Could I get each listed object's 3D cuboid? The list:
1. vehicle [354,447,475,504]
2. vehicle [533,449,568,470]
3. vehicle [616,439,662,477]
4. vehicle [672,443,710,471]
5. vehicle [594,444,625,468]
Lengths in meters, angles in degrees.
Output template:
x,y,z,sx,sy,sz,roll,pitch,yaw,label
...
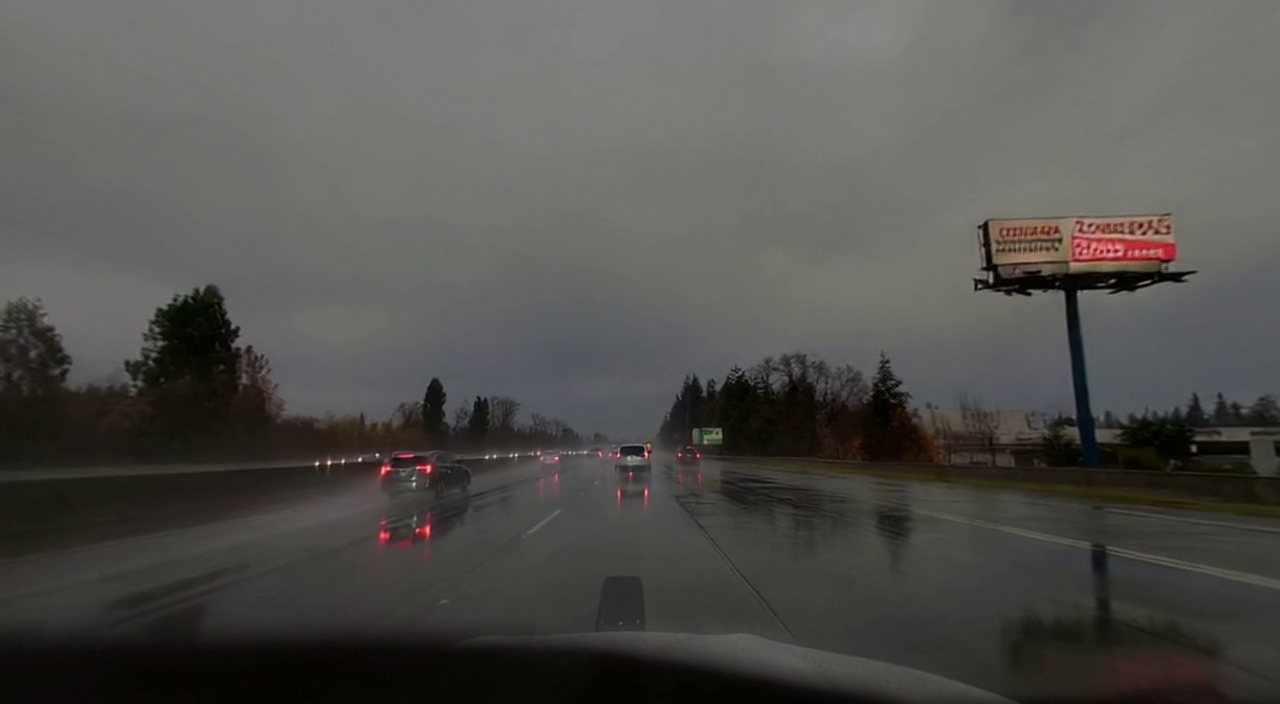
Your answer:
x,y,z,sx,sy,sz,roll,pitch,yaw,label
-6.624,3.641,19.149,1.918,1.509,4.736,0,-9,0,vehicle
-6.570,7.943,46.823,1.892,1.468,4.792,0,-9,0,vehicle
-0.064,5.268,31.601,2.127,1.749,4.776,0,-9,0,vehicle
3.201,6.689,40.365,1.925,1.716,4.378,0,-9,-2,vehicle
-2.370,7.967,48.280,2.223,1.722,4.177,1,-9,-4,vehicle
